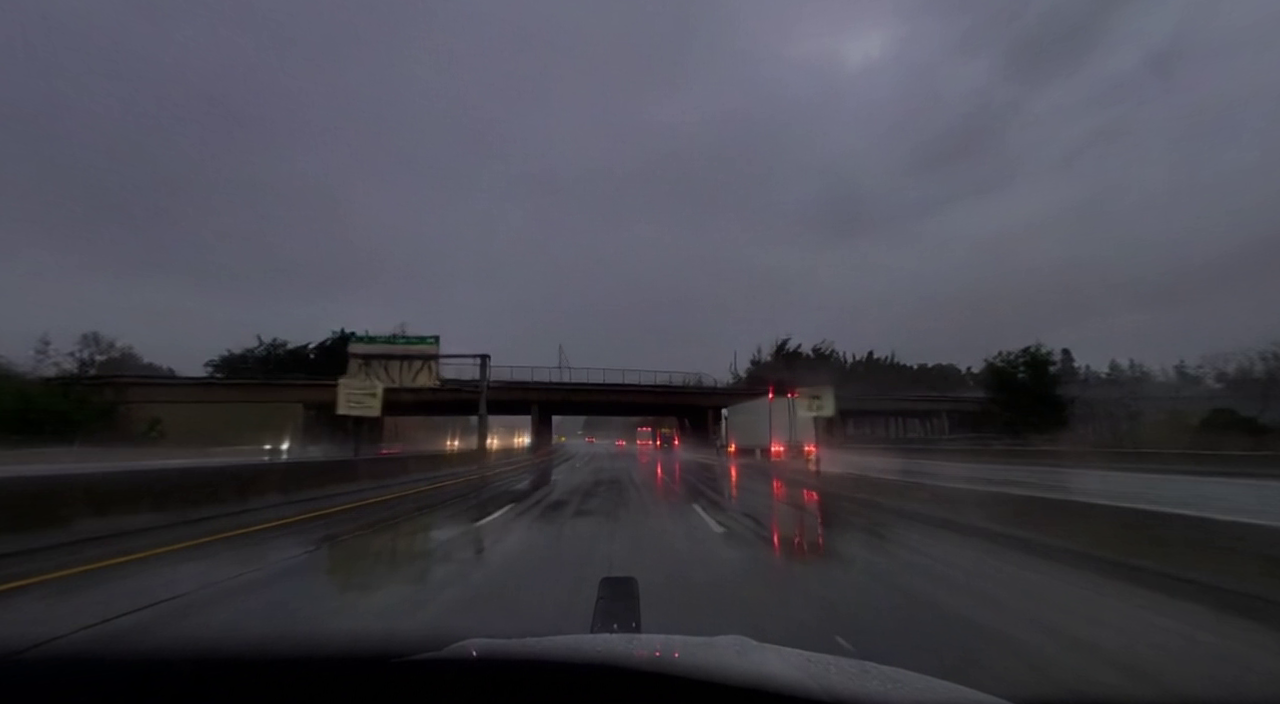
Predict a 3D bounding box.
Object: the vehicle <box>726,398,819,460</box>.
[{"bbox_3d":[9.590,5.986,47.936,2.855,4.053,13.328,0,-8,-6],"label":"vehicle"}]
